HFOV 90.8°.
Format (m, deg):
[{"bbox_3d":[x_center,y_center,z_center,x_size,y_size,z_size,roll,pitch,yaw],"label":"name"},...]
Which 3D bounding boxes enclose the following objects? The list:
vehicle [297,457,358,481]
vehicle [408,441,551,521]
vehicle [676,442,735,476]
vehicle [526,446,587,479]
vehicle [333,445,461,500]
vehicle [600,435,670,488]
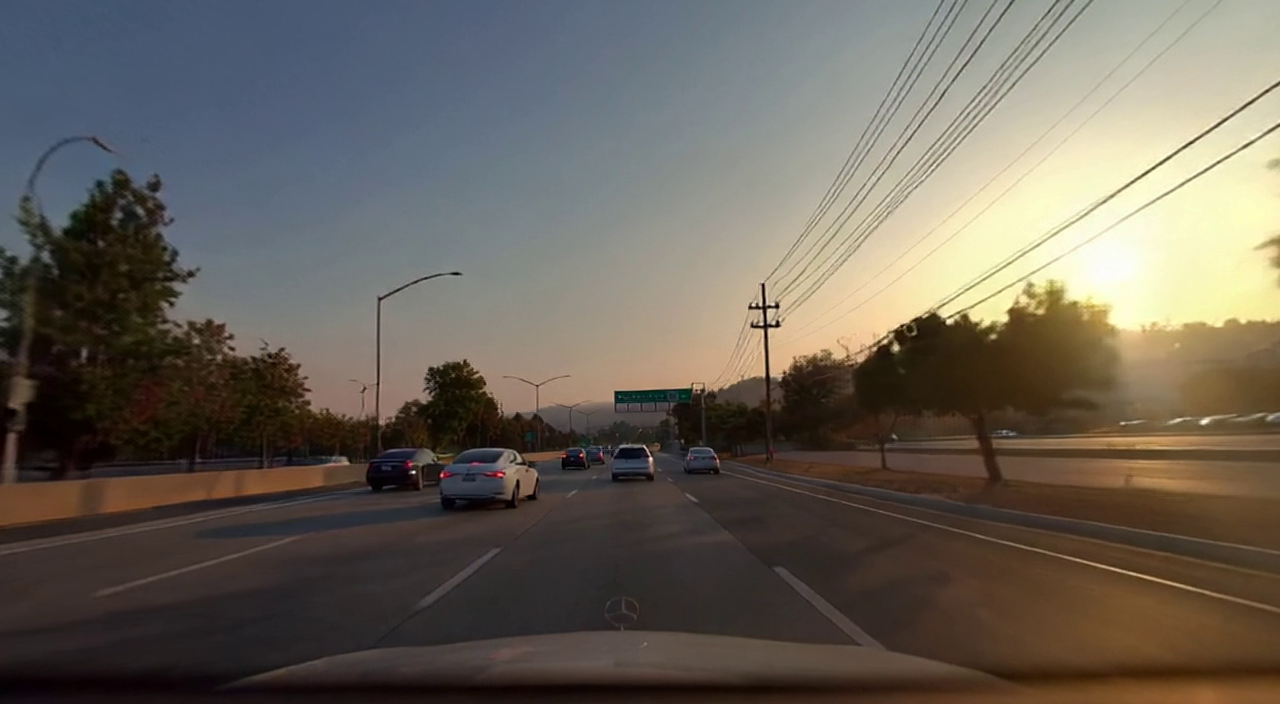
[{"bbox_3d":[-22.344,8.346,45.358,2.048,1.530,4.605,0,-8,0],"label":"vehicle"},{"bbox_3d":[-3.272,2.714,13.915,1.958,1.447,4.454,0,-8,0],"label":"vehicle"},{"bbox_3d":[3.029,5.066,30.173,2.197,1.464,4.356,0,-8,-2],"label":"vehicle"},{"bbox_3d":[-3.759,5.068,29.336,2.203,1.425,4.610,0,-8,0],"label":"vehicle"},{"bbox_3d":[-7.105,3.534,19.090,1.959,1.435,4.719,0,-8,1],"label":"vehicle"},{"bbox_3d":[-0.179,3.909,22.900,2.284,1.699,4.168,0,-8,0],"label":"vehicle"}]
